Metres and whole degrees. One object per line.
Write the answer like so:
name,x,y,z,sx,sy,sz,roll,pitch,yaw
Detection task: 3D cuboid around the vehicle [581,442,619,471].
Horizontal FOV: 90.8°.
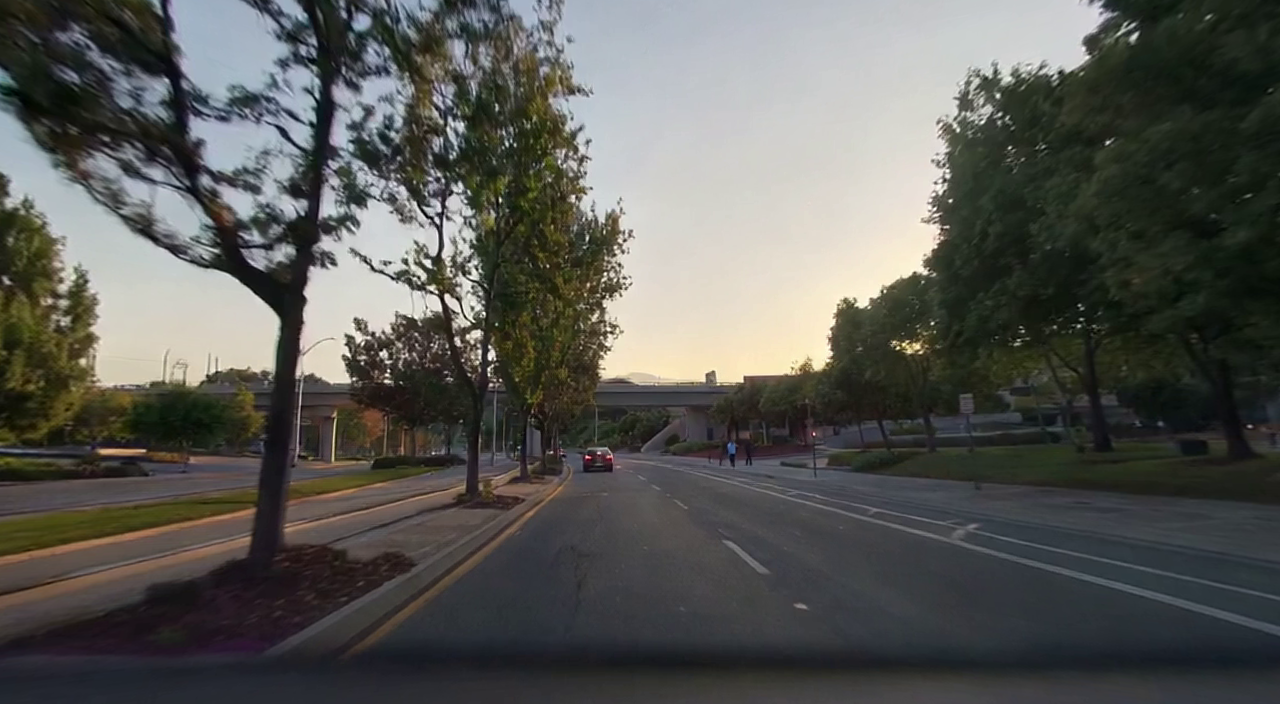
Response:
vehicle,-2.591,6.638,40.270,2.184,1.713,4.231,1,-9,-6
